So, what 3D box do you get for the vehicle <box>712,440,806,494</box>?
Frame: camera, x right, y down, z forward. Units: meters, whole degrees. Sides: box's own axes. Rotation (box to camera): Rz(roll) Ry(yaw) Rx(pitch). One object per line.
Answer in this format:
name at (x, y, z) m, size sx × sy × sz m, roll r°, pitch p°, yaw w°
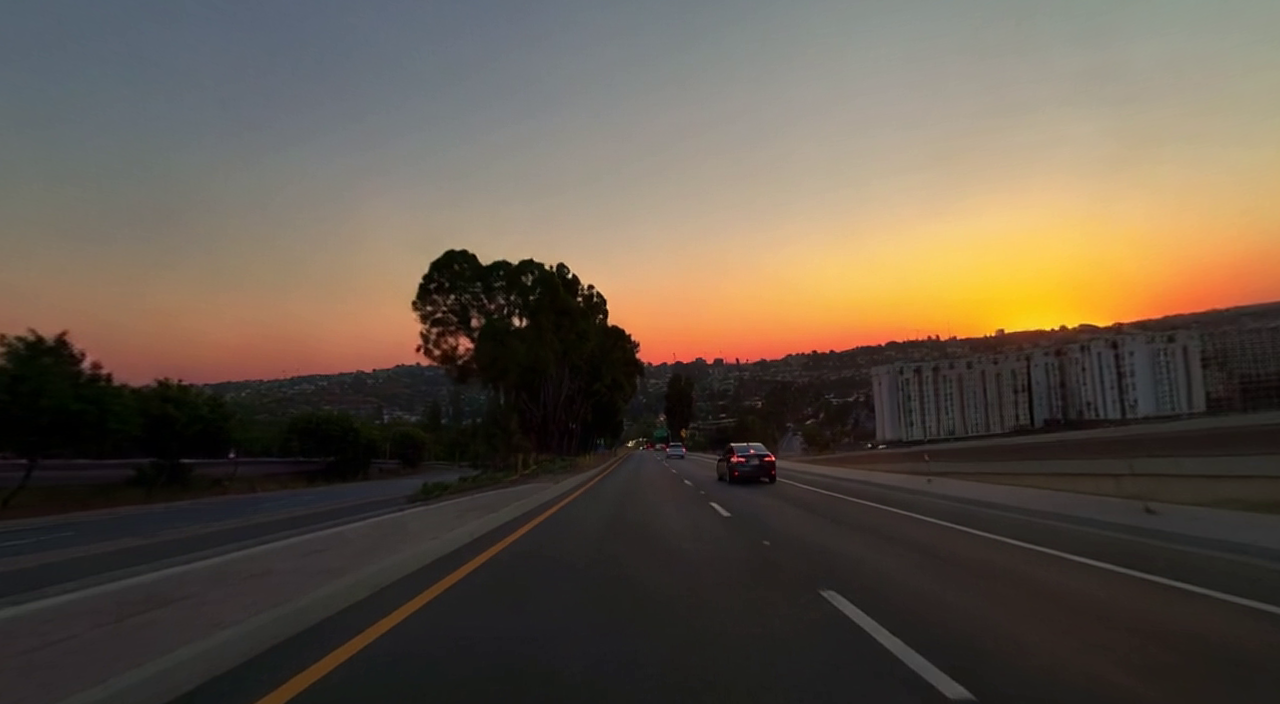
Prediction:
vehicle at (3.682, 3.646, 20.446) m, size 2.042 × 1.518 × 4.477 m, roll 0°, pitch -8°, yaw -2°
